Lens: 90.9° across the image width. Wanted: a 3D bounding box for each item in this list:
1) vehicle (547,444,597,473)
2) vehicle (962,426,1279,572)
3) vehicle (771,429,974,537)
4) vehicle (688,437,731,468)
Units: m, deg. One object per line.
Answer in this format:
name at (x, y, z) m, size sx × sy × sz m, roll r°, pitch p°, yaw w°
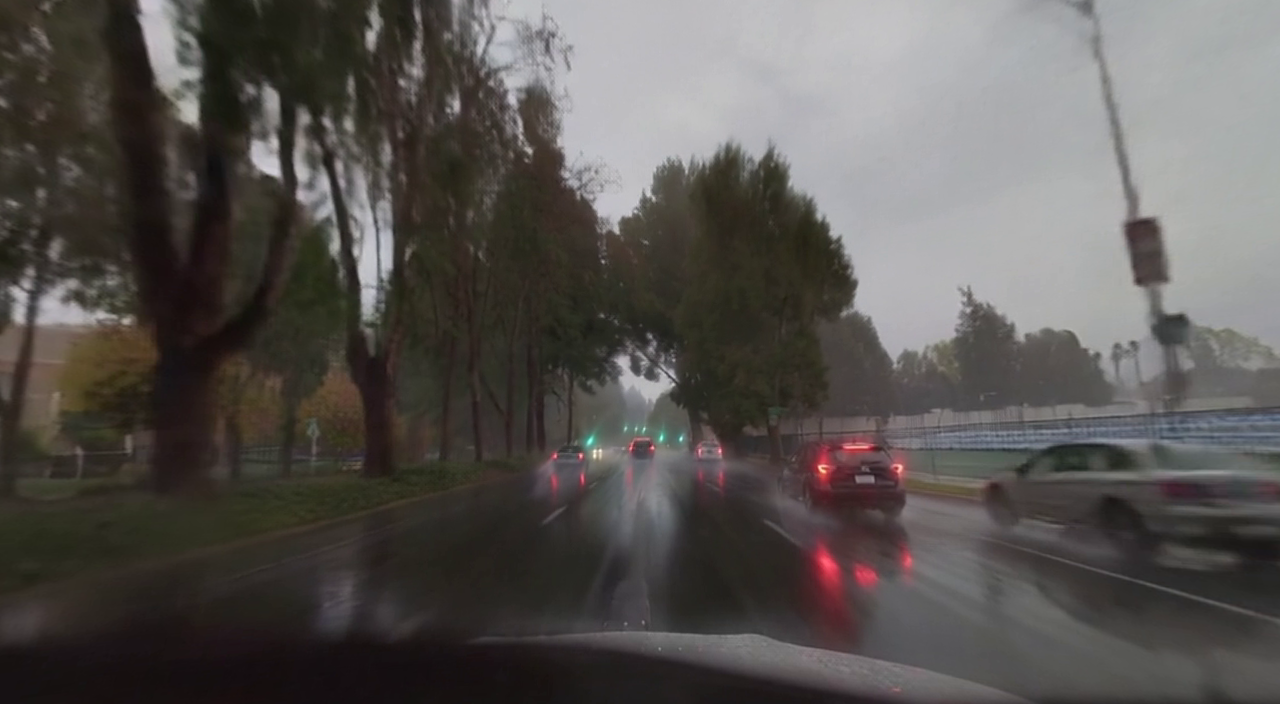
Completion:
vehicle at (-3.299, 5.227, 31.199) m, size 2.013 × 1.354 × 3.908 m, roll 0°, pitch -8°, yaw 1°
vehicle at (6.830, 1.878, 8.959) m, size 2.040 × 1.509 × 4.618 m, roll 0°, pitch -8°, yaw 0°
vehicle at (3.716, 2.150, 11.019) m, size 1.919 × 1.502 × 4.232 m, roll 0°, pitch -8°, yaw 0°
vehicle at (3.924, 5.783, 36.487) m, size 1.980 × 1.709 × 4.367 m, roll 0°, pitch -8°, yaw 0°
